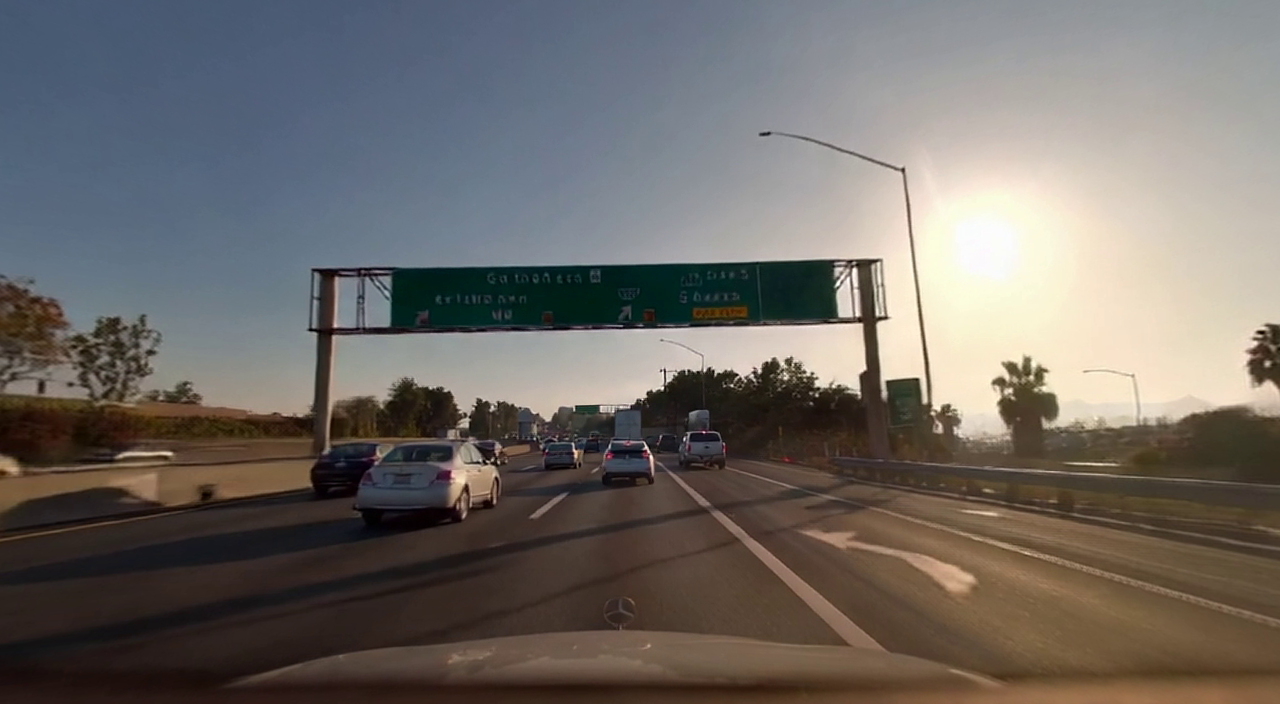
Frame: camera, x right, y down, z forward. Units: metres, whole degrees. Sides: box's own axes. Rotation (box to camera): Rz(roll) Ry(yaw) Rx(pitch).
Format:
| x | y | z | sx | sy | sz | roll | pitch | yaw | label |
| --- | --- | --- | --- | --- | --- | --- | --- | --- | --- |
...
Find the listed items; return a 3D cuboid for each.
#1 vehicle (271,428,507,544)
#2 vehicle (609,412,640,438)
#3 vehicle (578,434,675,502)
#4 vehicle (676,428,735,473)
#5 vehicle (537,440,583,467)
| x | y | z | sx | sy | sz | roll | pitch | yaw | label |
| --- | --- | --- | --- | --- | --- | --- | --- | --- | --- |
| -3.734 | 2.068 | 10.452 | 2.064 | 1.475 | 4.489 | 0 | -8 | 0 | vehicle |
| -1.117 | 5.455 | 46.717 | 2.206 | 1.803 | 4.569 | 0 | -8 | -1 | vehicle |
| -0.304 | 2.850 | 15.920 | 2.136 | 1.470 | 3.971 | 0 | -8 | 0 | vehicle |
| 2.914 | 4.536 | 29.182 | 2.173 | 1.870 | 4.499 | 0 | -8 | -1 | vehicle |
| -4.358 | 5.606 | 34.951 | 1.998 | 1.423 | 4.436 | 0 | -8 | 0 | vehicle |
